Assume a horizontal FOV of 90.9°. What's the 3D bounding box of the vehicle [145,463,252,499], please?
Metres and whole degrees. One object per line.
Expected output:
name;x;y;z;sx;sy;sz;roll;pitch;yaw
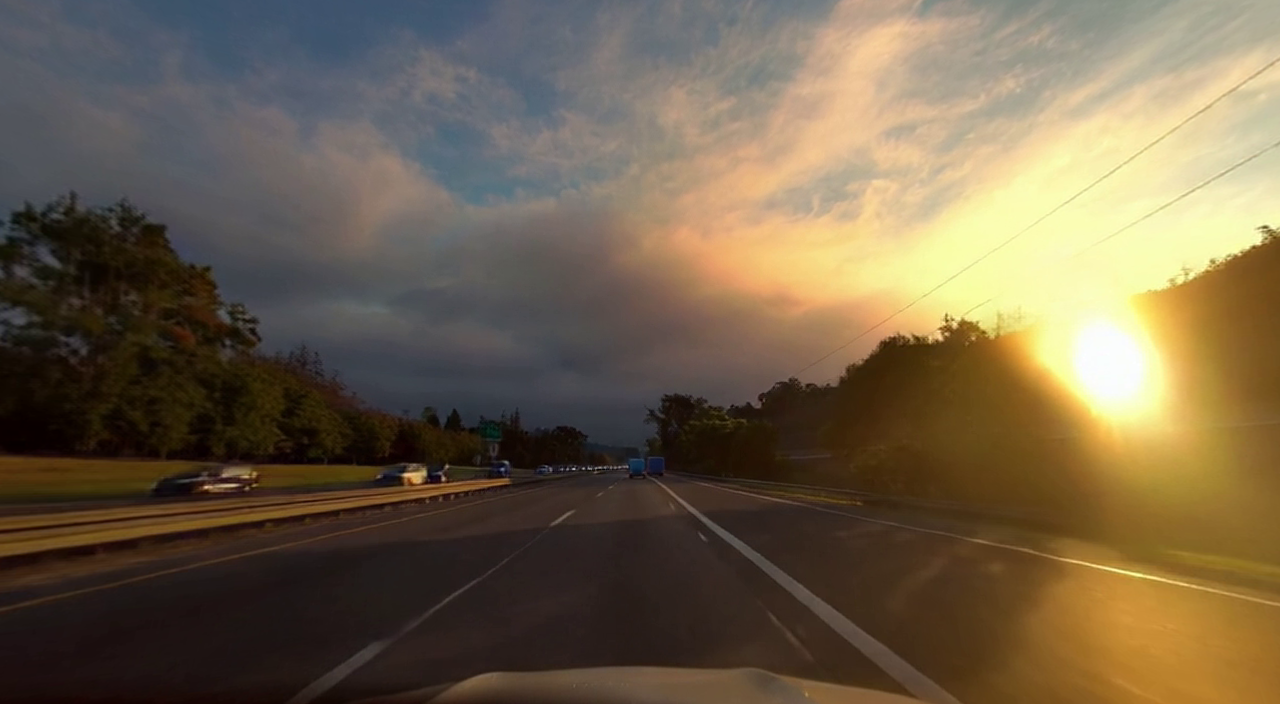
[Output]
vehicle;-20.396;5.960;29.359;1.912;1.481;4.203;1;-10;0
